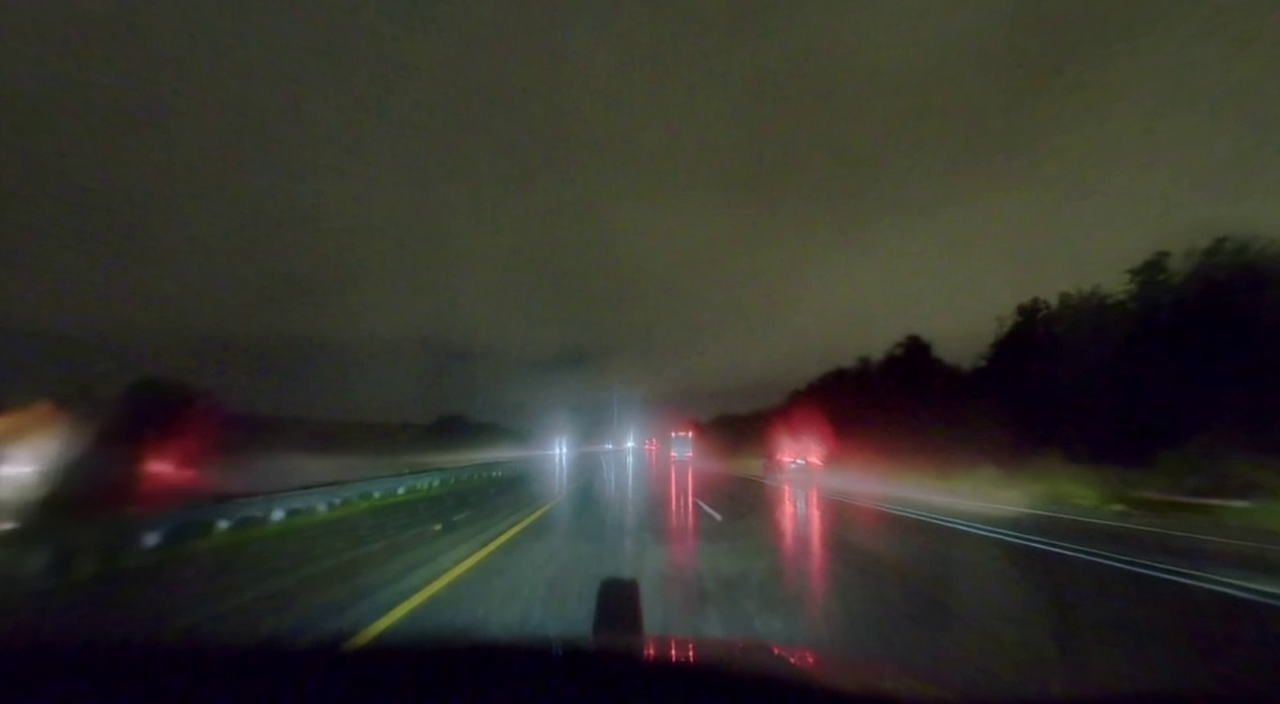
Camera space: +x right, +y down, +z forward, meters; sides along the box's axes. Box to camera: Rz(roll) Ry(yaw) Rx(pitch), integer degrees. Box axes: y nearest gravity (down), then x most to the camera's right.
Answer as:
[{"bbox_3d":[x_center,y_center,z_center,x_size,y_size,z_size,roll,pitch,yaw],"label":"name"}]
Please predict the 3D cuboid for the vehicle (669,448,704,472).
[{"bbox_3d":[2.951,6.941,40.659,1.836,1.459,3.766,0,-9,-2],"label":"vehicle"}]
